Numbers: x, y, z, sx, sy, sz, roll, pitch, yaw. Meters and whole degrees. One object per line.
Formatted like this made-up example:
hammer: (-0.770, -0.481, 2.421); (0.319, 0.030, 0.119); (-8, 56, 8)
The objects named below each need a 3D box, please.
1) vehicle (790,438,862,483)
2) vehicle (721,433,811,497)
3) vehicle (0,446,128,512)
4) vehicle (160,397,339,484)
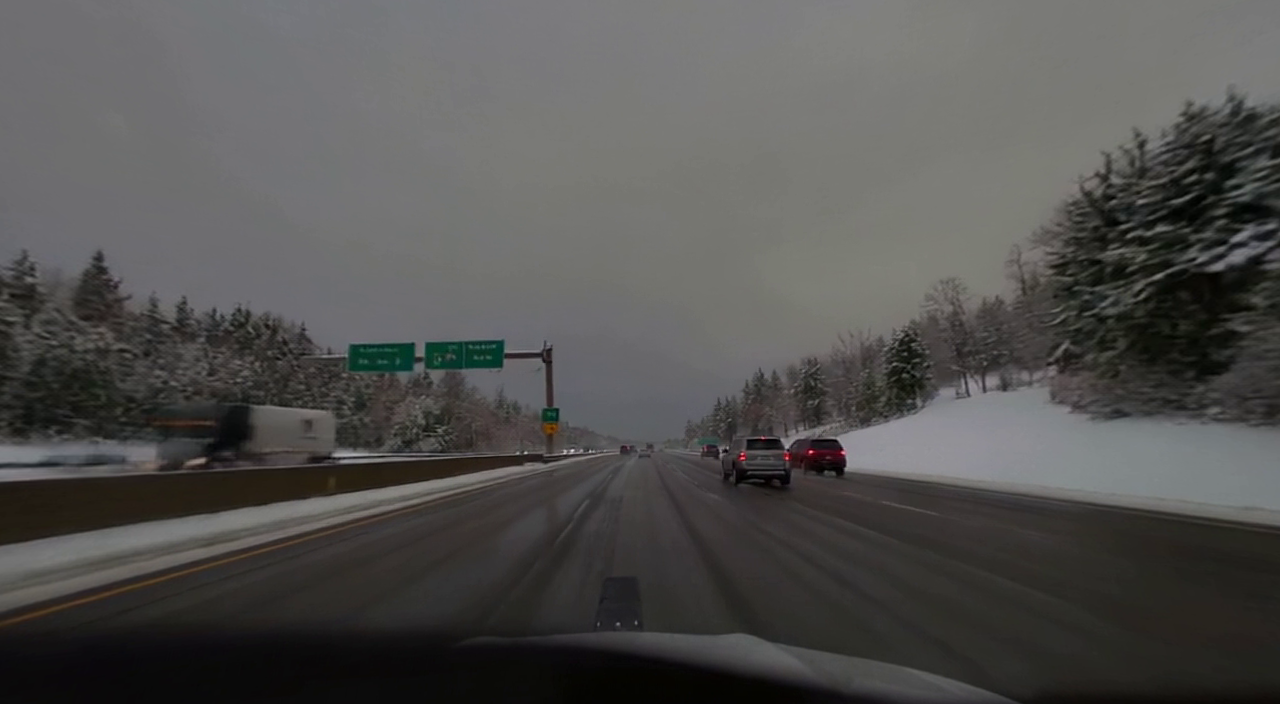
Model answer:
vehicle: (8.194, 4.798, 27.934); (1.898, 1.798, 3.805); (0, -9, -2)
vehicle: (3.693, 3.393, 19.153); (1.784, 1.733, 4.141); (0, -9, -1)
vehicle: (-14.534, 2.866, 14.319); (1.837, 1.381, 4.562); (0, -9, 0)
vehicle: (-18.249, 4.318, 30.314); (3.104, 3.566, 8.472); (0, -9, 0)
